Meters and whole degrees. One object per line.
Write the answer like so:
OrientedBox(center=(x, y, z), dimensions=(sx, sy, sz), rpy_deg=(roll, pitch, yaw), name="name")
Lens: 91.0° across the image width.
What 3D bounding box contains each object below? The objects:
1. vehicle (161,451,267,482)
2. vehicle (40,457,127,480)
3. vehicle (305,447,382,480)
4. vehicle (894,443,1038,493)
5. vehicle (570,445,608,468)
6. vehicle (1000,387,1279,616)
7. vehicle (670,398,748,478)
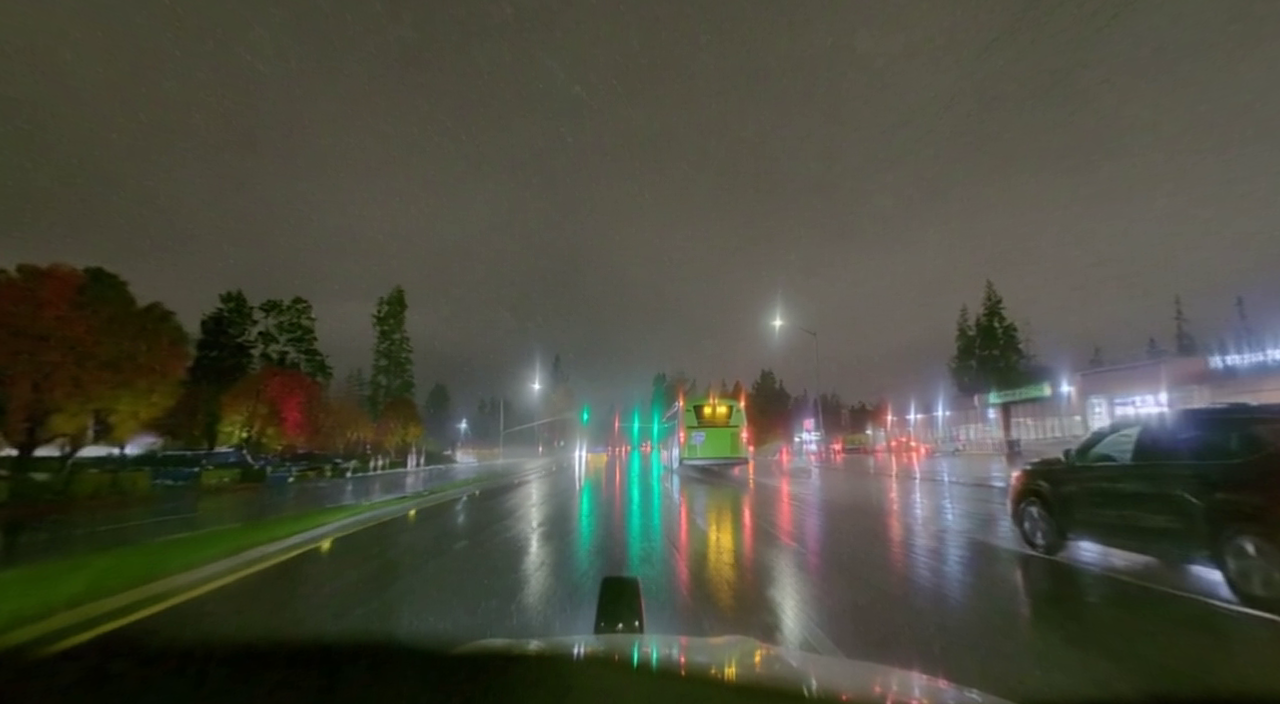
OrientedBox(center=(-24.981, 6.722, 37.053), dimensions=(4.724, 1.734, 2.076), rpy_deg=(0, -9, 1), name="vehicle")
OrientedBox(center=(-38.625, 8.103, 43.714), dimensions=(4.232, 1.507, 1.795), rpy_deg=(0, -9, -2), name="vehicle")
OrientedBox(center=(-19.190, 7.239, 41.153), dimensions=(2.123, 1.905, 5.972), rpy_deg=(-2, -9, 1), name="vehicle")
OrientedBox(center=(10.520, 3.751, 20.875), dimensions=(2.073, 1.443, 4.860), rpy_deg=(0, -9, -2), name="vehicle")
OrientedBox(center=(-3.294, 6.851, 41.333), dimensions=(2.211, 1.416, 4.179), rpy_deg=(0, -9, -1), name="vehicle")
OrientedBox(center=(6.020, 1.356, 6.186), dimensions=(2.129, 1.754, 4.668), rpy_deg=(0, -9, 0), name="vehicle")
OrientedBox(center=(3.038, 4.226, 30.597), dimensions=(2.766, 3.306, 9.281), rpy_deg=(0, -9, 0), name="vehicle")
